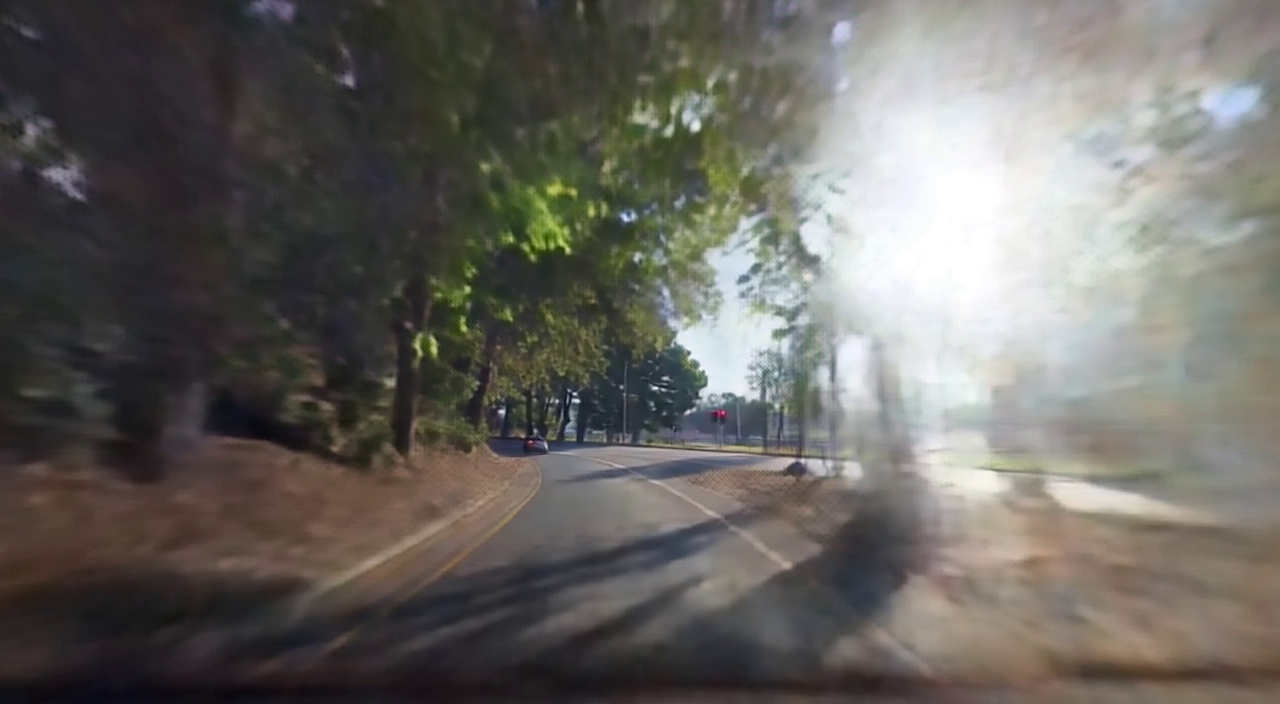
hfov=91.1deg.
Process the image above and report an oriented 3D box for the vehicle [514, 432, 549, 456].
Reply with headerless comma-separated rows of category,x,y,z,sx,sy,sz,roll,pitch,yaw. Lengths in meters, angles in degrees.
vehicle,-8.339,7.006,47.999,1.947,1.729,4.051,3,-9,-19
